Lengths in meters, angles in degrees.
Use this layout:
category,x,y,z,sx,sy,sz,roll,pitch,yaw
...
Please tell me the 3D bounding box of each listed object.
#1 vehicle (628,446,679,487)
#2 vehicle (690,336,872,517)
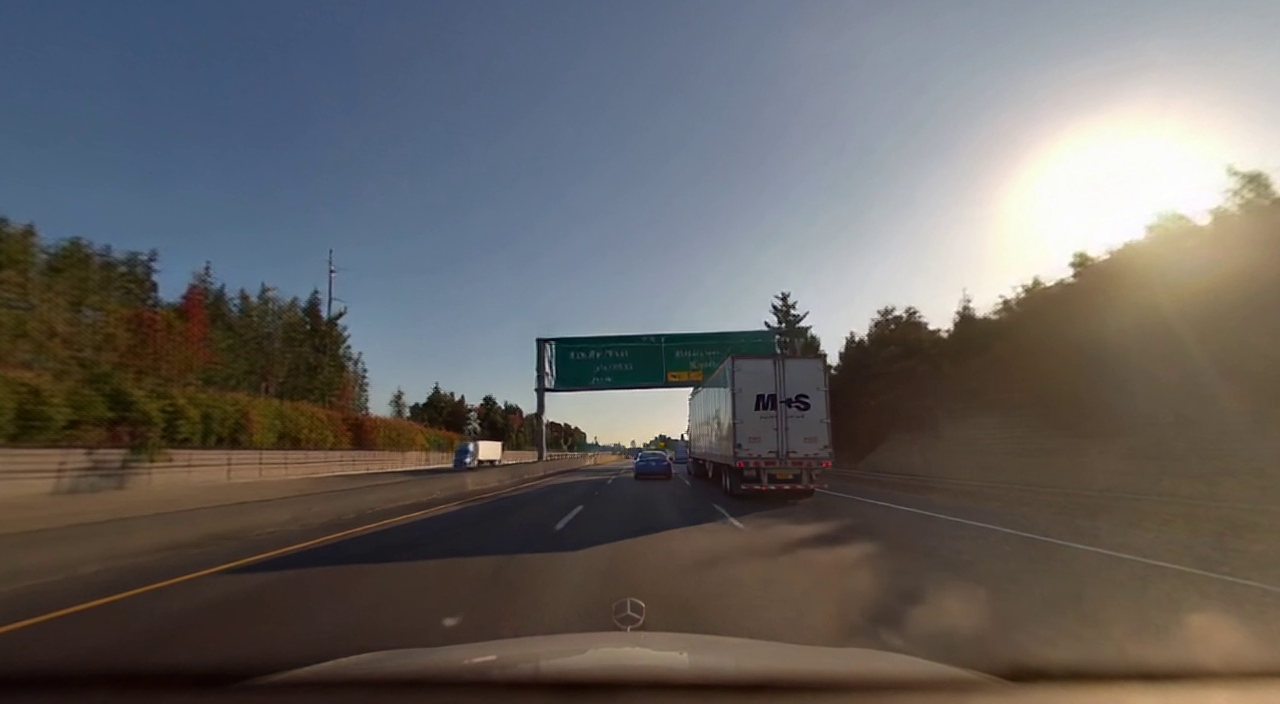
category,x,y,z,sx,sy,sz,roll,pitch,yaw
vehicle,0.581,5.049,28.086,2.121,1.642,3.828,0,-9,0
vehicle,3.742,2.742,21.431,3.002,4.104,14.174,0,-9,0
